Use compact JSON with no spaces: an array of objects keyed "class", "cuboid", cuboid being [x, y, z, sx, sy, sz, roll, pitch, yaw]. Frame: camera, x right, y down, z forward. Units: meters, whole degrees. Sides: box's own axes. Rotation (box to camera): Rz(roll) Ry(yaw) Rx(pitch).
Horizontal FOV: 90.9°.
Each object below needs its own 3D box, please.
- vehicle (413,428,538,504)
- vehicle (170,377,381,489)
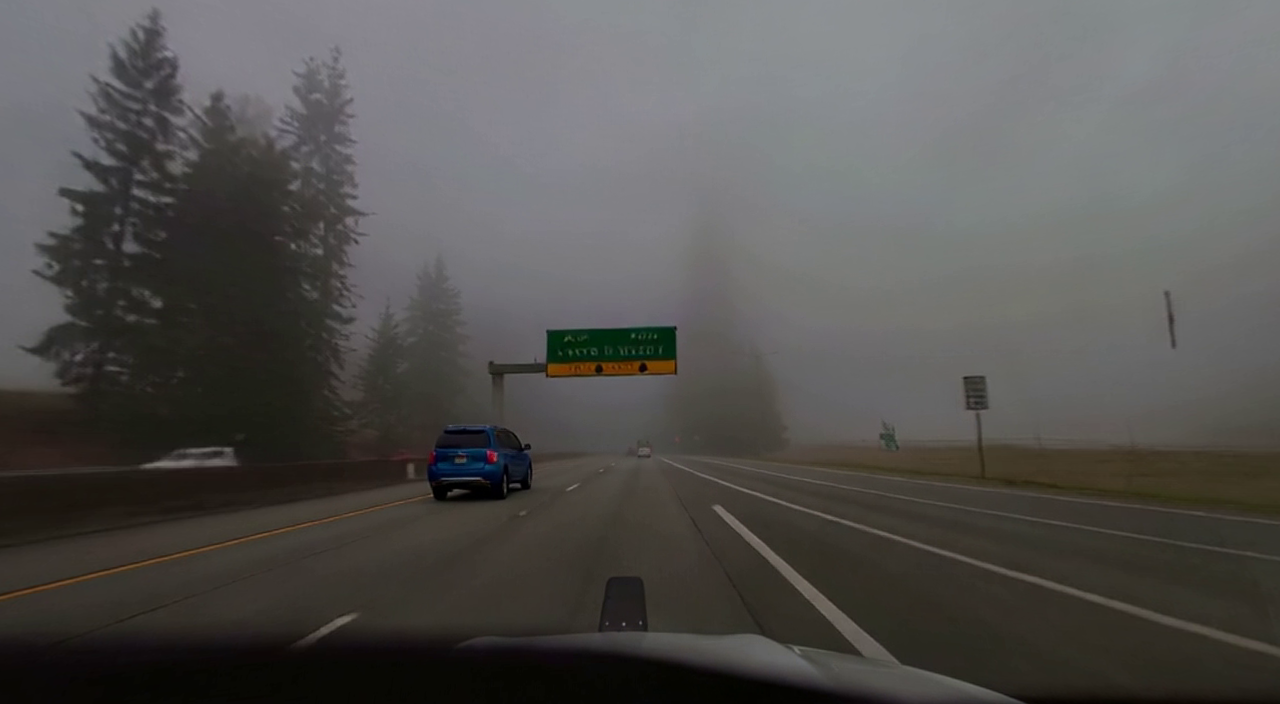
[{"class":"vehicle","cuboid":[-4.212,2.999,17.038,2.084,1.752,4.479,-1,-8,1]},{"class":"vehicle","cuboid":[-13.906,3.318,25.408,2.890,3.689,9.038,-1,-8,1]}]
